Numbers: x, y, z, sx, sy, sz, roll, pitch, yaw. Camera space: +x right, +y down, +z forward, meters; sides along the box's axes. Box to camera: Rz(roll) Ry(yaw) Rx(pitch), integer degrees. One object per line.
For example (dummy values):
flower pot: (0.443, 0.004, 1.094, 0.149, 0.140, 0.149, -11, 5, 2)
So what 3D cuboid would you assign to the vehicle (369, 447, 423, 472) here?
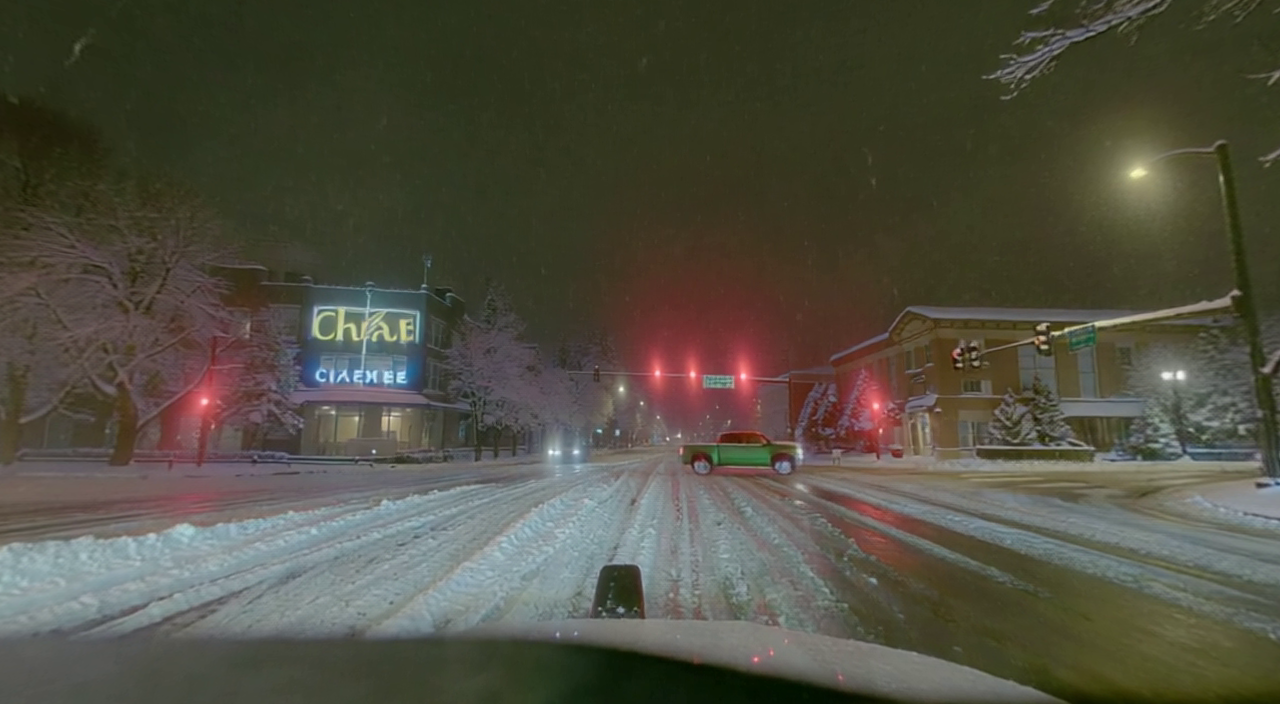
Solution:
vehicle: (-16.245, 7.138, 42.240, 1.883, 1.586, 4.297, 0, -9, 0)

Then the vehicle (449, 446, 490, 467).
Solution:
vehicle: (-12.611, 7.759, 47.090, 1.946, 1.474, 4.008, 0, -9, 0)

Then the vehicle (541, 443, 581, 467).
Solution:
vehicle: (-5.338, 6.842, 42.265, 1.879, 1.464, 4.457, 3, -9, -17)

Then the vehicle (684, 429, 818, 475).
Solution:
vehicle: (5.103, 4.617, 29.288, 5.667, 1.927, 2.289, -4, -9, 25)

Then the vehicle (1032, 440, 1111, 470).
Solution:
vehicle: (26.359, 6.269, 38.551, 4.541, 1.731, 2.007, 5, -10, -28)
